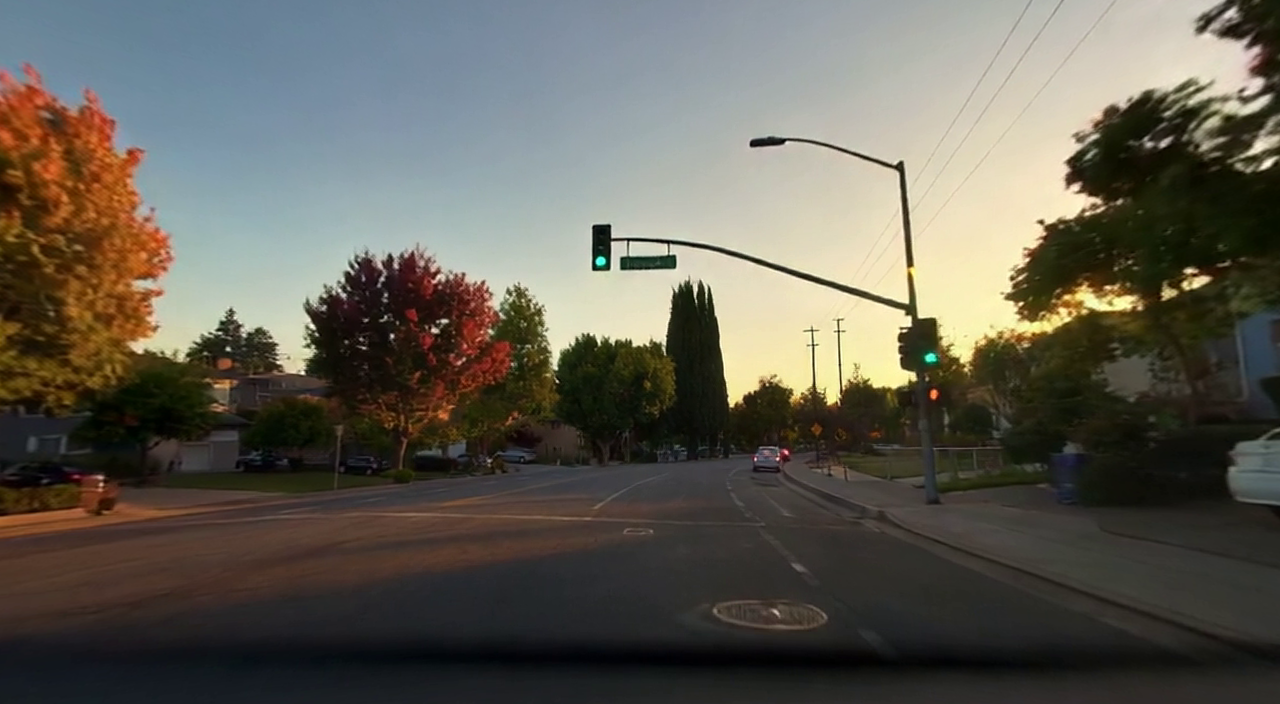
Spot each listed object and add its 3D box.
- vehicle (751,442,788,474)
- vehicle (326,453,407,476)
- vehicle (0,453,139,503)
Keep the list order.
[{"bbox_3d":[7.678,6.251,37.465,1.989,1.782,4.351,-2,-9,12],"label":"vehicle"},{"bbox_3d":[-18.229,7.501,42.165,4.658,1.482,1.879,-2,-9,12],"label":"vehicle"},{"bbox_3d":[-20.264,4.352,22.083,4.028,1.610,1.881,-1,-9,7],"label":"vehicle"}]
